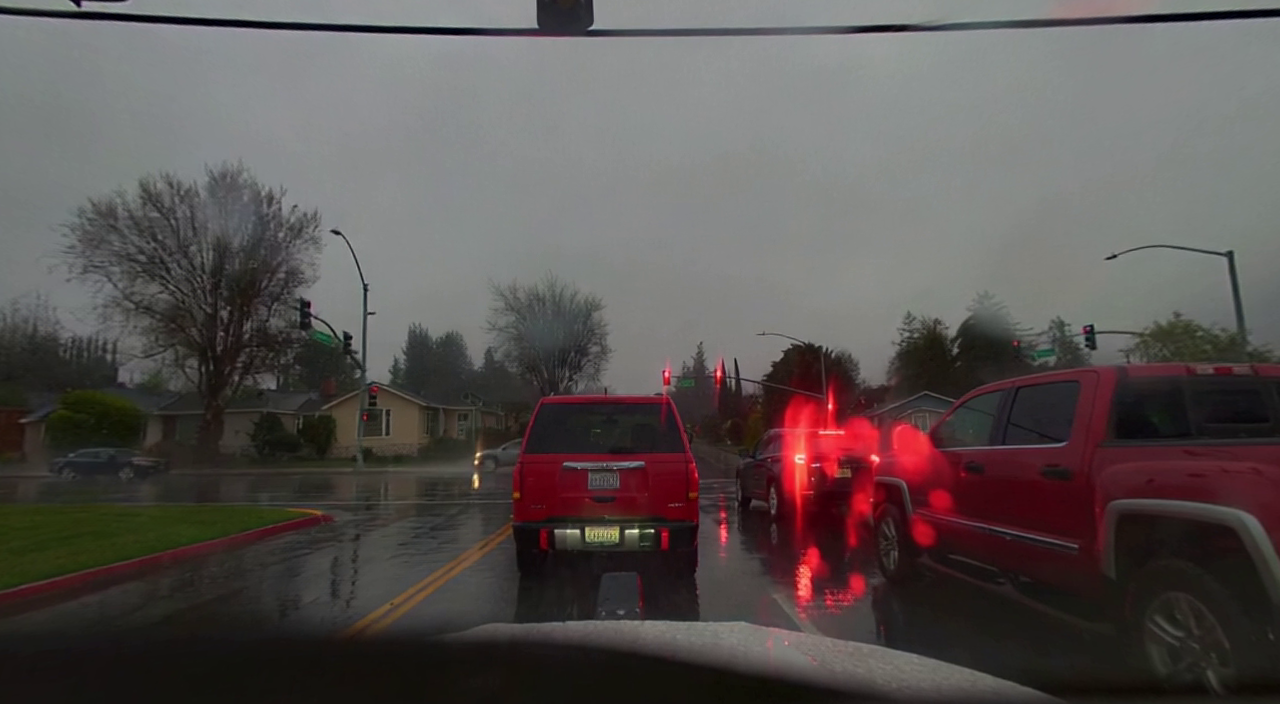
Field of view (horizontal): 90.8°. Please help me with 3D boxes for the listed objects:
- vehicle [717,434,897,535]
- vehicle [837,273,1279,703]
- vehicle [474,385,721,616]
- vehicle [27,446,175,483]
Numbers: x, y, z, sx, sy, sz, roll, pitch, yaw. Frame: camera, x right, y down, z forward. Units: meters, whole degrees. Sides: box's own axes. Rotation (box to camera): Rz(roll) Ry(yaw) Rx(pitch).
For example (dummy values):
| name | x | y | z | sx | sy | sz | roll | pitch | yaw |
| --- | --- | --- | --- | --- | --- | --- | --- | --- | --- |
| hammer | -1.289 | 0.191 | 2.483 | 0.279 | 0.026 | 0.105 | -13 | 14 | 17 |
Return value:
| name | x | y | z | sx | sy | sz | roll | pitch | yaw |
| --- | --- | --- | --- | --- | --- | --- | --- | --- | --- |
| vehicle | 2.730 | 2.267 | 11.537 | 1.952 | 1.465 | 4.421 | 0 | -8 | -2 |
| vehicle | 2.983 | 0.938 | 3.810 | 1.886 | 1.849 | 5.070 | 0 | -8 | -1 |
| vehicle | -0.285 | 1.396 | 6.679 | 1.915 | 1.780 | 3.379 | 0 | -8 | 2 |
| vehicle | -22.947 | 4.789 | 27.046 | 4.533 | 1.350 | 1.714 | 0 | -7 | -9 |
